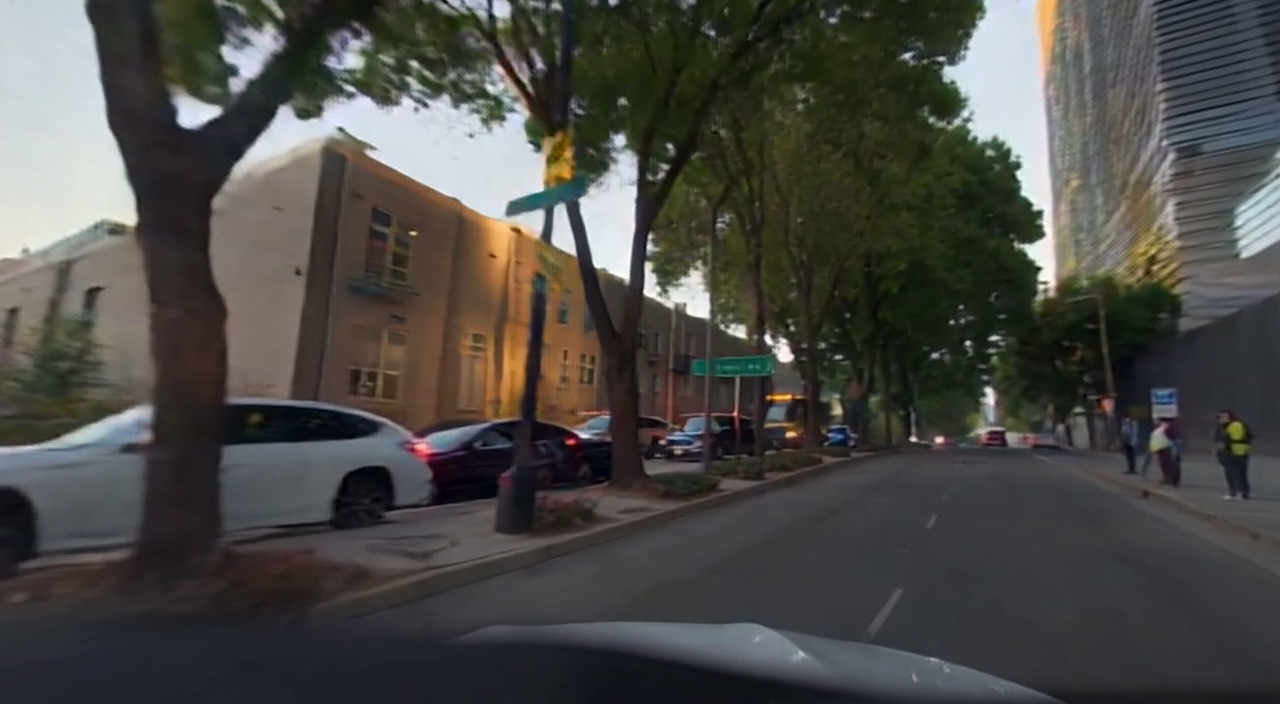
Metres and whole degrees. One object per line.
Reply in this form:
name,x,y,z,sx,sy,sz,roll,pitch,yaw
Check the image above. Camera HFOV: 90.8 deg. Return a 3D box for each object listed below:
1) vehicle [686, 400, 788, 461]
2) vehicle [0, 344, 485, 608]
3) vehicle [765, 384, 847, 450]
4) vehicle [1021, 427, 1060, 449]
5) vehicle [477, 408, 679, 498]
vehicle,3.452,2.737,21.717,1.988,1.855,4.599,-4,-9,28
vehicle,-4.177,1.199,6.896,2.053,1.798,4.841,-4,-9,28
vehicle,7.740,3.101,29.004,2.268,2.708,5.699,-4,-9,28
vehicle,29.693,6.404,46.940,1.888,1.536,4.381,-4,-9,26
vehicle,-1.015,2.025,12.975,1.826,1.488,4.628,-4,-9,28
